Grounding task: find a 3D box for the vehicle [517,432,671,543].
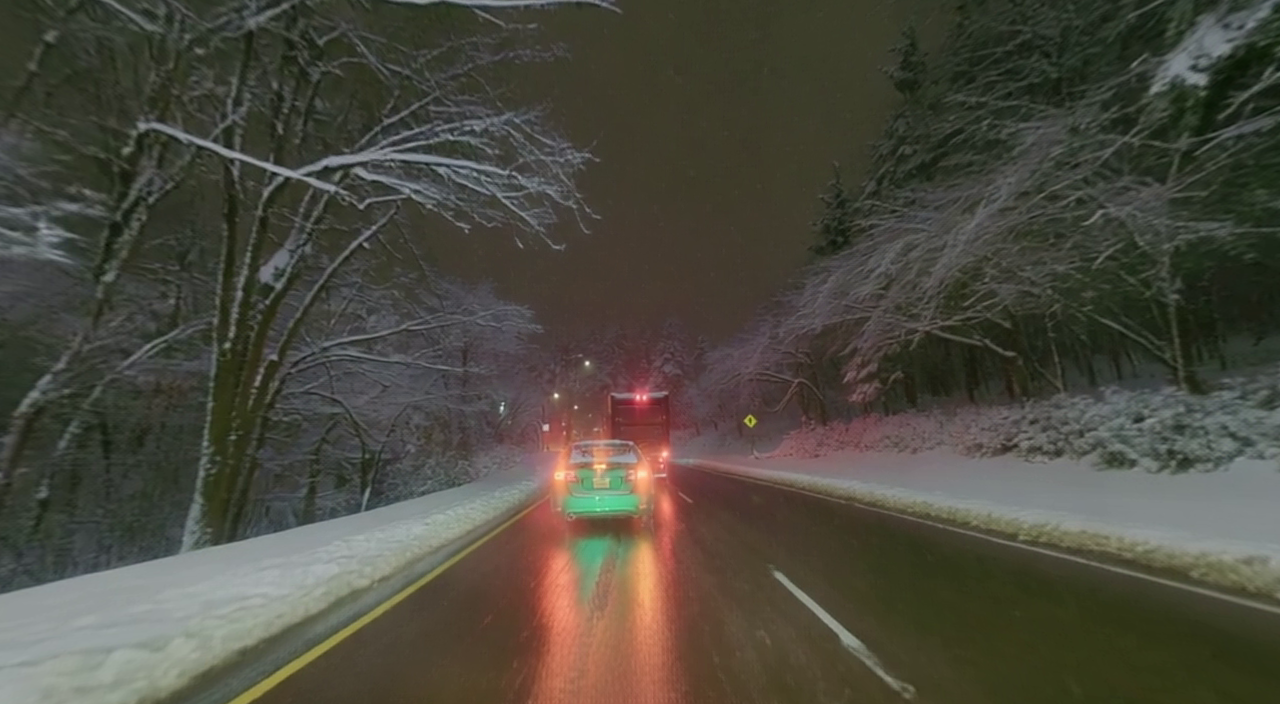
[{"bbox_3d":[-0.612,2.143,10.605,2.076,1.490,4.078,0,-9,0],"label":"vehicle"}]
